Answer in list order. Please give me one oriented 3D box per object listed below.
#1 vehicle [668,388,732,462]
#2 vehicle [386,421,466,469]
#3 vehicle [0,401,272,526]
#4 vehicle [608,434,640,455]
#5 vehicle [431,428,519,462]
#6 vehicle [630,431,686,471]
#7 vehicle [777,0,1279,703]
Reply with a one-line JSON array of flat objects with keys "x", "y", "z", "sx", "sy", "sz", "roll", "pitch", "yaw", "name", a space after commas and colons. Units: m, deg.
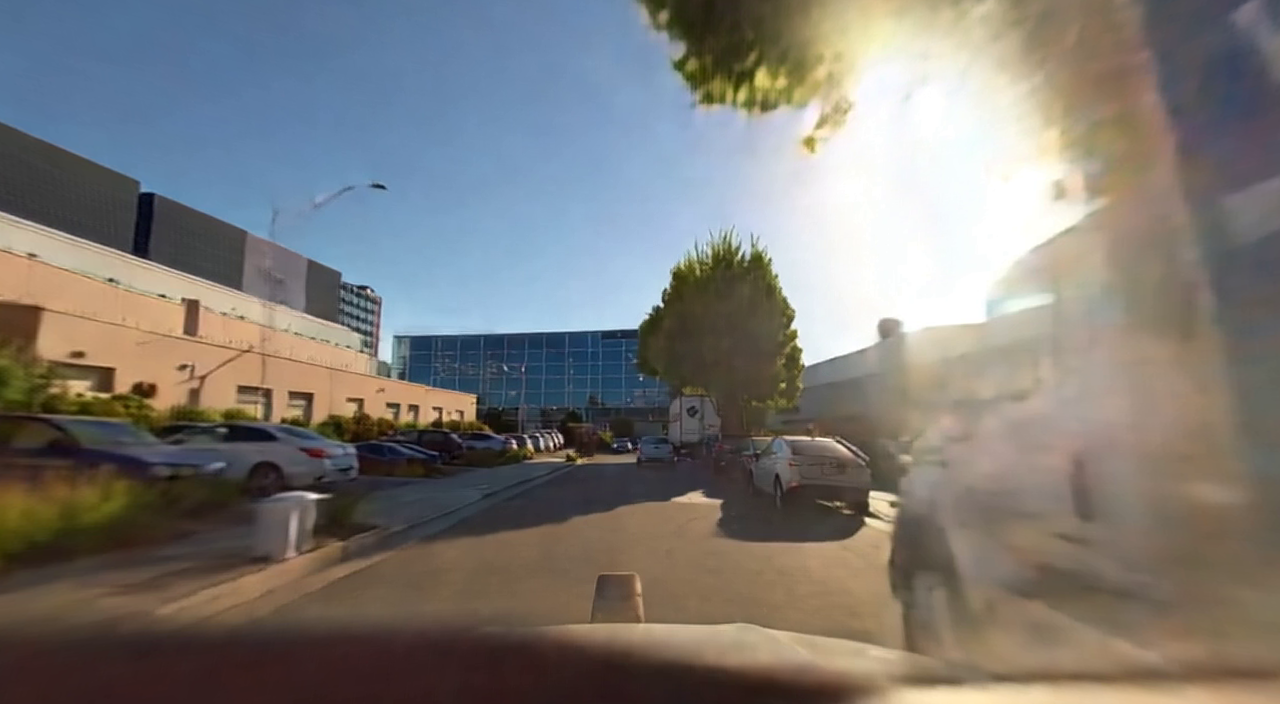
[{"x": 3.652, "y": 5.019, "z": 42.352, "sx": 2.865, "sy": 4.113, "sz": 14.471, "roll": 0, "pitch": -8, "yaw": 0, "name": "vehicle"}, {"x": -8.445, "y": 3.698, "z": 25.243, "sx": 1.996, "sy": 1.719, "sz": 4.382, "roll": 2, "pitch": -8, "yaw": -5, "name": "vehicle"}, {"x": -7.967, "y": 1.501, "z": 8.723, "sx": 4.555, "sy": 1.517, "sz": 1.858, "roll": 0, "pitch": -8, "yaw": 0, "name": "vehicle"}, {"x": -1.188, "y": 7.044, "z": 48.052, "sx": 1.989, "sy": 1.481, "sz": 4.008, "roll": -1, "pitch": -8, "yaw": 5, "name": "vehicle"}, {"x": -7.576, "y": 4.282, "z": 29.166, "sx": 3.569, "sy": 1.520, "sz": 1.797, "roll": 0, "pitch": -8, "yaw": -2, "name": "vehicle"}, {"x": 0.700, "y": 4.055, "z": 26.045, "sx": 2.160, "sy": 1.498, "sz": 3.909, "roll": 0, "pitch": -8, "yaw": 0, "name": "vehicle"}, {"x": 2.997, "y": -0.291, "z": 1.330, "sx": 3.019, "sy": 3.659, "sz": 10.648, "roll": 0, "pitch": -8, "yaw": 0, "name": "vehicle"}]
